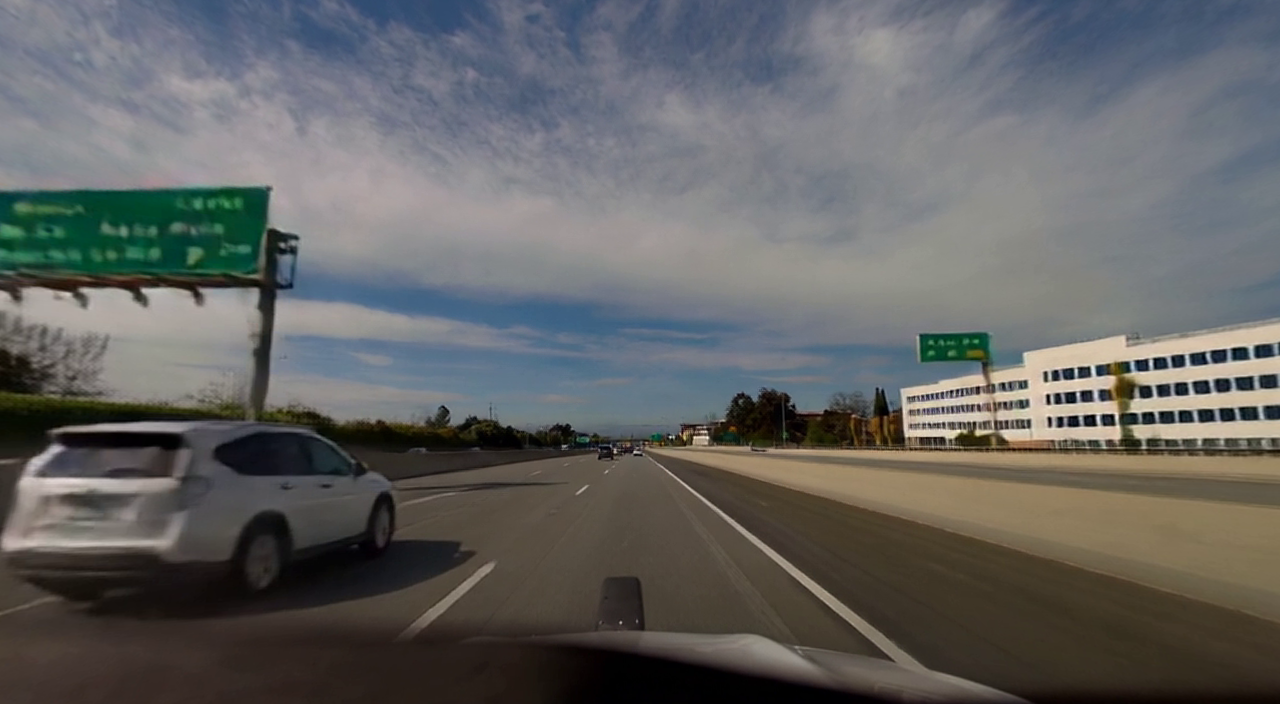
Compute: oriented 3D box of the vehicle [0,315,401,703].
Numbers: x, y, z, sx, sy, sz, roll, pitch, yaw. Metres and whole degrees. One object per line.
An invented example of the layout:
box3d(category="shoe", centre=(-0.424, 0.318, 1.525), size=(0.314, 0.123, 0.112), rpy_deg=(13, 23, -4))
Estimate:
box3d(category="vehicle", centre=(-3.650, 1.020, 4.216), size=(2.145, 1.828, 4.867), rpy_deg=(0, -8, 1))
